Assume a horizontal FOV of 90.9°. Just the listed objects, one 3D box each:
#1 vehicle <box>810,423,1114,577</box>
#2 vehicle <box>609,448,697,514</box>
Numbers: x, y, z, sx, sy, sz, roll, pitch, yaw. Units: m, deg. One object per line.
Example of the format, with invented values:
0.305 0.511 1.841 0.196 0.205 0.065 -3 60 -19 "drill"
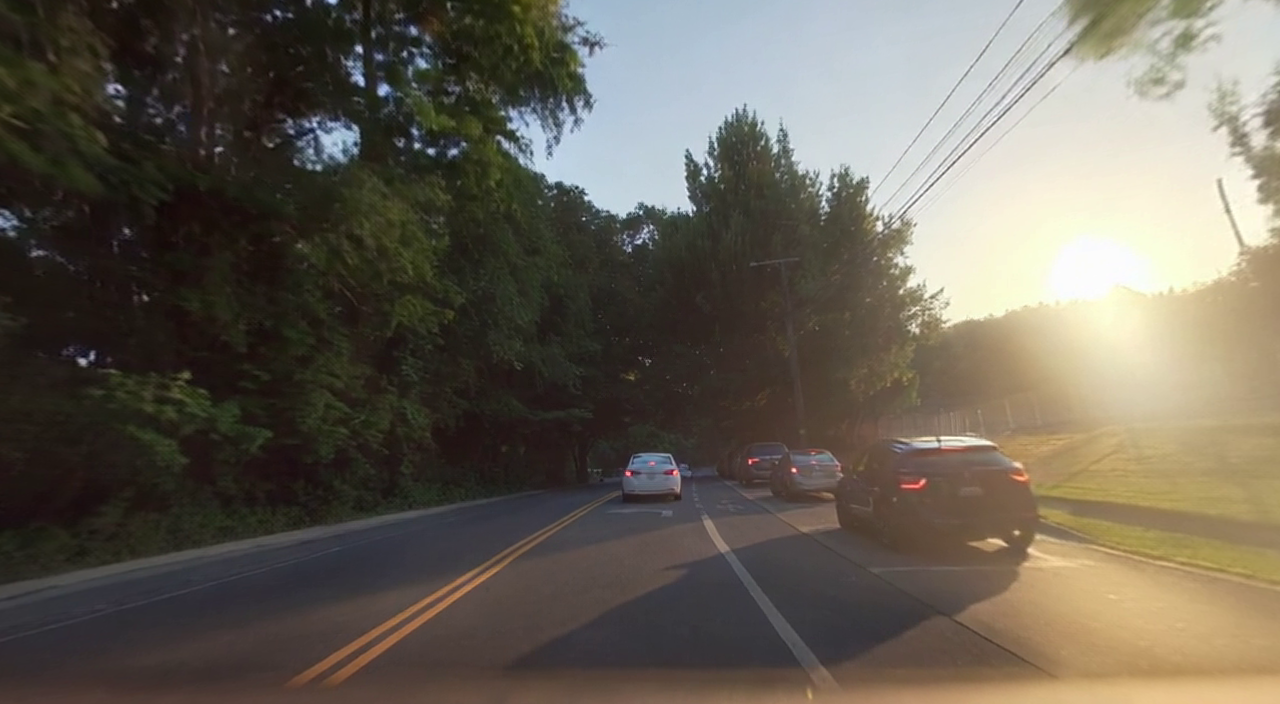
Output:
4.086 1.930 9.129 1.957 1.629 4.609 0 -8 0 "vehicle"
0.384 3.367 17.031 2.078 1.521 4.058 0 -8 2 "vehicle"
